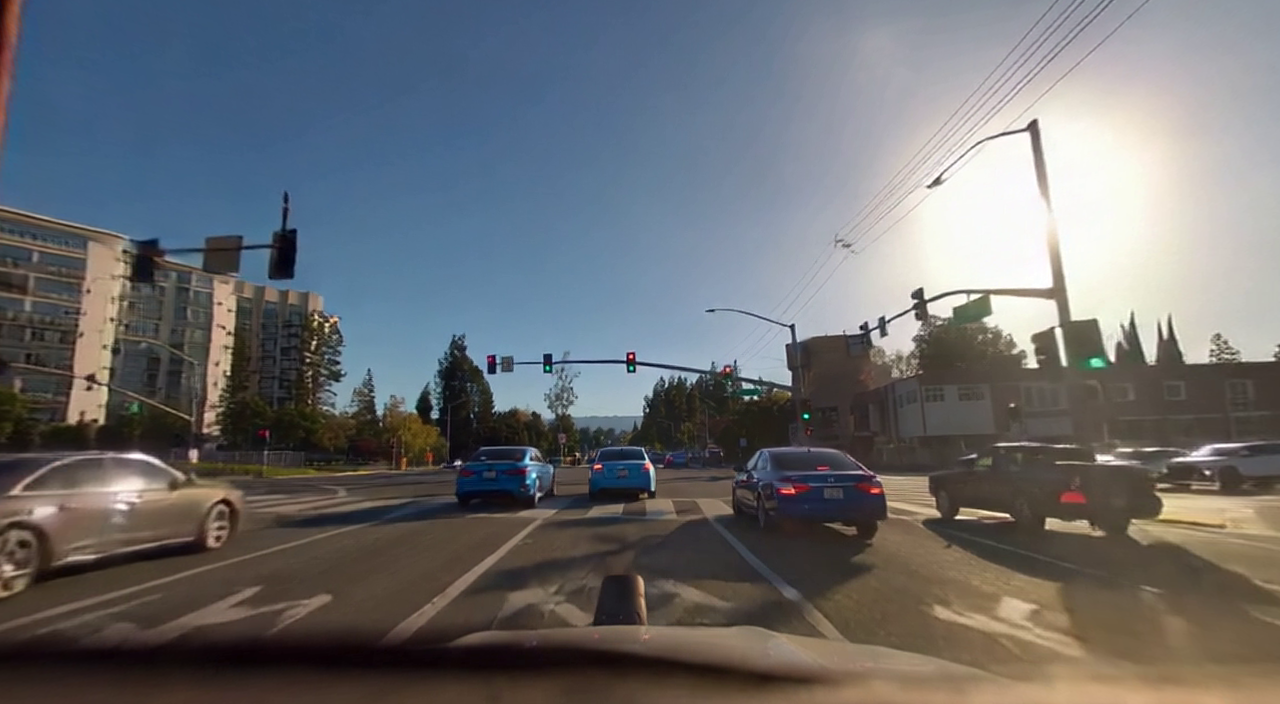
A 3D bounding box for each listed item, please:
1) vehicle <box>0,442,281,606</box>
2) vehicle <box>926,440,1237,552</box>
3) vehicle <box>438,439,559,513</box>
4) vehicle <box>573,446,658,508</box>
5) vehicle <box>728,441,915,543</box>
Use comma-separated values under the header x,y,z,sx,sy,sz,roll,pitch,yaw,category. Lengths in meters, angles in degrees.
x,y,z,sx,sy,sz,roll,pitch,yaw,category
-6.719,1.763,7.206,2.032,1.448,5.500,0,-8,0,vehicle
6.897,2.236,10.662,2.004,1.455,4.417,0,-8,-1,vehicle
-3.415,3.071,16.220,2.073,1.606,4.364,0,-8,0,vehicle
-0.602,3.346,17.513,2.065,1.464,4.216,0,-8,0,vehicle
3.031,2.421,11.750,2.053,1.490,4.464,0,-8,-1,vehicle
